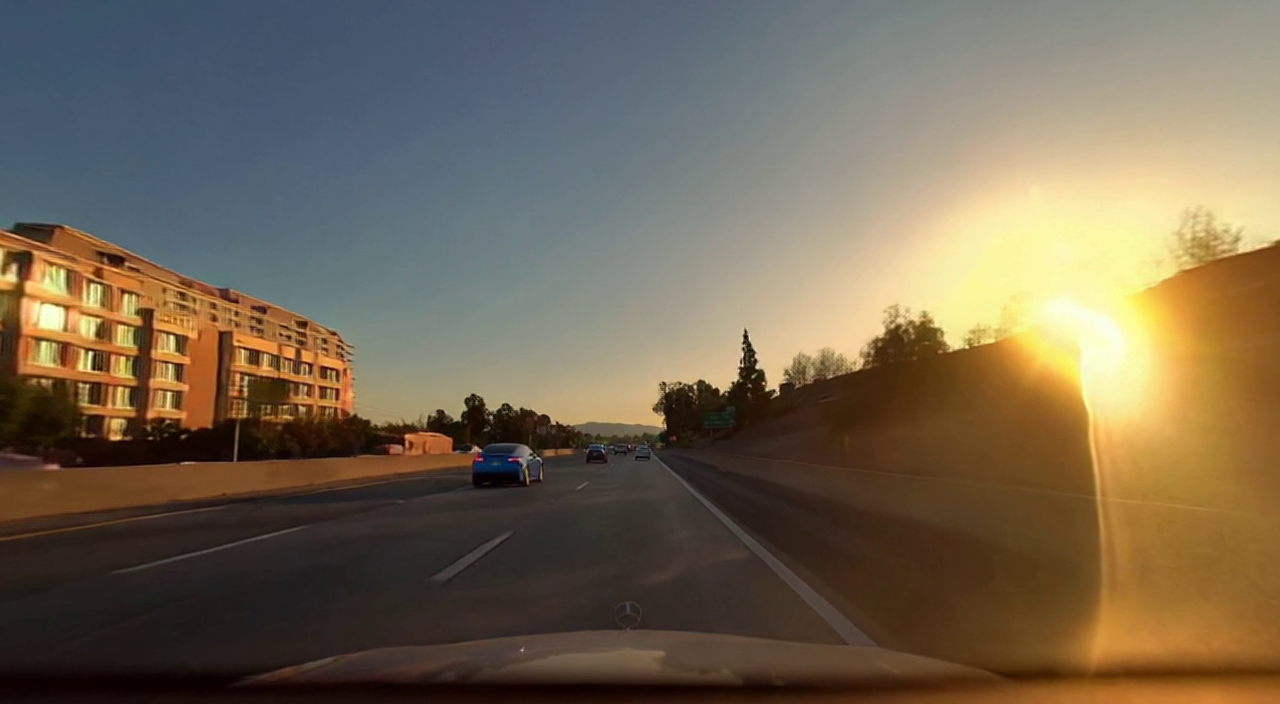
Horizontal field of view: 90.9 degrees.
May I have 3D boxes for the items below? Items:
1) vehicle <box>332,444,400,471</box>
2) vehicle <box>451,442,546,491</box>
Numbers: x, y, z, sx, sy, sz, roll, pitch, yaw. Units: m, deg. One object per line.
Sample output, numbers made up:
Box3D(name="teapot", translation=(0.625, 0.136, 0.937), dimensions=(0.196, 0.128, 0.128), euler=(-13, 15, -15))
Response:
Box3D(name="vehicle", translation=(-17.066, 6.572, 39.556), dimensions=(2.067, 1.558, 4.631), euler=(0, -8, 1))
Box3D(name="vehicle", translation=(-4.589, 3.764, 21.148), dimensions=(2.083, 1.471, 4.350), euler=(0, -8, 1))
